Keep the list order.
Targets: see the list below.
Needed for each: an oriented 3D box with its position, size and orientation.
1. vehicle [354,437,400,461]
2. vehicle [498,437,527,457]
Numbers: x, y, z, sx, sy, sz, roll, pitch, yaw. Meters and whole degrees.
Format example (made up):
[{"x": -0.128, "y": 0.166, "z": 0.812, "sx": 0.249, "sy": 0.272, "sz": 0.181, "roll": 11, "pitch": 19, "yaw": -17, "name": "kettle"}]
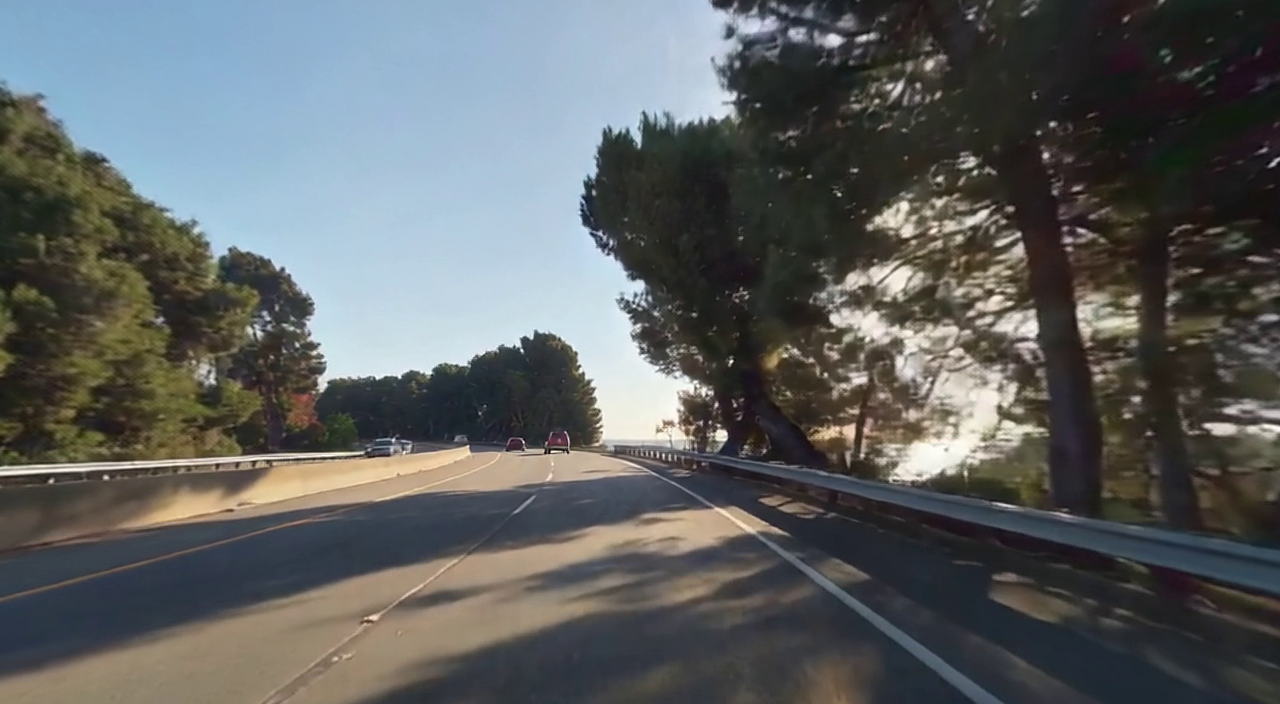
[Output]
[{"x": -19.976, "y": 7.384, "z": 48.098, "sx": 2.331, "sy": 1.704, "sz": 4.213, "roll": 2, "pitch": -9, "yaw": -11, "name": "vehicle"}, {"x": -10.012, "y": 7.466, "z": 49.421, "sx": 2.065, "sy": 1.466, "sz": 4.281, "roll": 2, "pitch": -9, "yaw": -13, "name": "vehicle"}]
